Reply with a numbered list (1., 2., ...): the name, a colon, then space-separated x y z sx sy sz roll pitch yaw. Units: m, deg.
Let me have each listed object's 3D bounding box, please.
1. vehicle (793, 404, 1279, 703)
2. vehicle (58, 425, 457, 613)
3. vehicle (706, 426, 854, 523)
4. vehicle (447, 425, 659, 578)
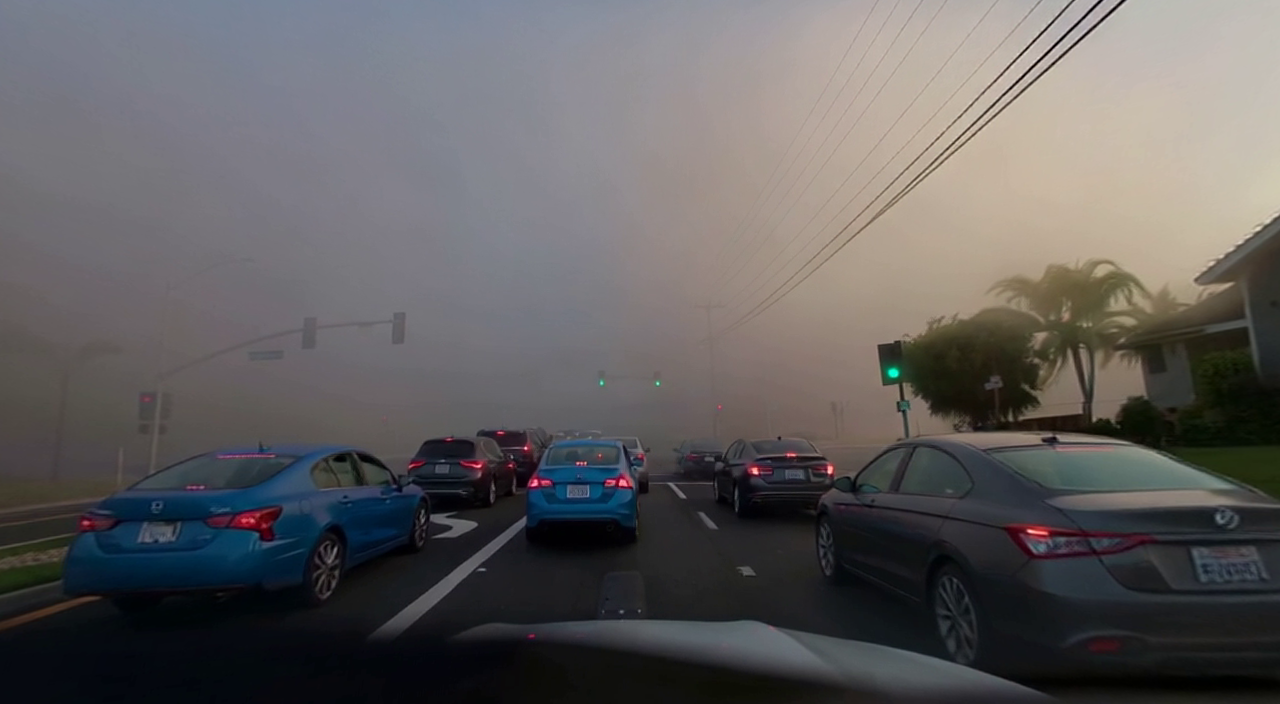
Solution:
1. vehicle: 2.766 1.274 4.838 2.014 1.464 4.312 0 -9 -1
2. vehicle: -3.712 1.668 7.372 2.058 1.474 4.473 0 -9 -3
3. vehicle: 2.589 2.384 12.826 1.956 1.615 4.205 0 -9 -1
4. vehicle: -0.944 1.782 8.292 2.104 1.500 3.815 0 -9 -3
